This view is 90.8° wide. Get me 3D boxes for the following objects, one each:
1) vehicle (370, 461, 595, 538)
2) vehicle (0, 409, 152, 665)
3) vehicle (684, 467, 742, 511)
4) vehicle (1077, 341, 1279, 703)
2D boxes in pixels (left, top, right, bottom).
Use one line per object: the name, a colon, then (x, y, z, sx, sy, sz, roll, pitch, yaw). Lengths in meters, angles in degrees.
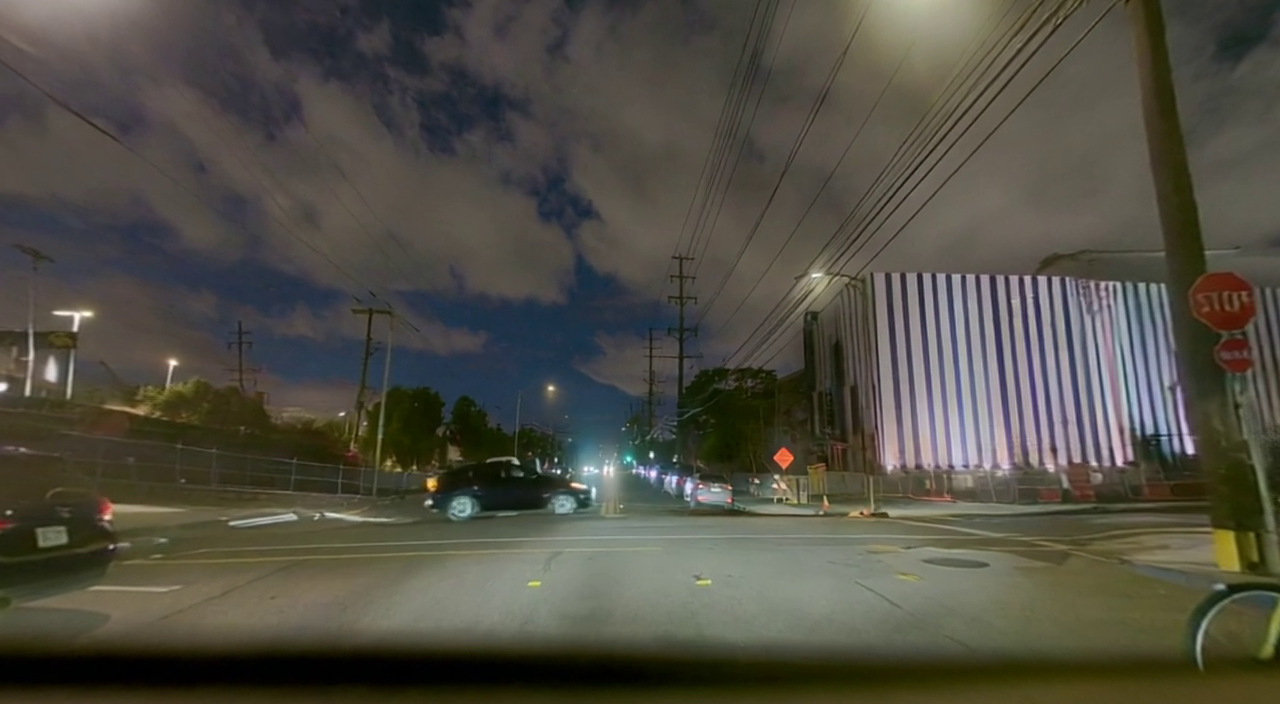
vehicle: (-3.289, 3.199, 14.019, 4.549, 1.497, 1.887, 0, -8, -4)
vehicle: (-6.679, 1.036, 4.114, 5.025, 1.648, 2.055, 5, -12, -4)
vehicle: (3.411, 6.506, 30.309, 2.007, 1.804, 4.136, 1, -8, -4)
vehicle: (4.461, 0.836, 2.194, 4.416, 1.750, 2.011, 0, -8, -4)
